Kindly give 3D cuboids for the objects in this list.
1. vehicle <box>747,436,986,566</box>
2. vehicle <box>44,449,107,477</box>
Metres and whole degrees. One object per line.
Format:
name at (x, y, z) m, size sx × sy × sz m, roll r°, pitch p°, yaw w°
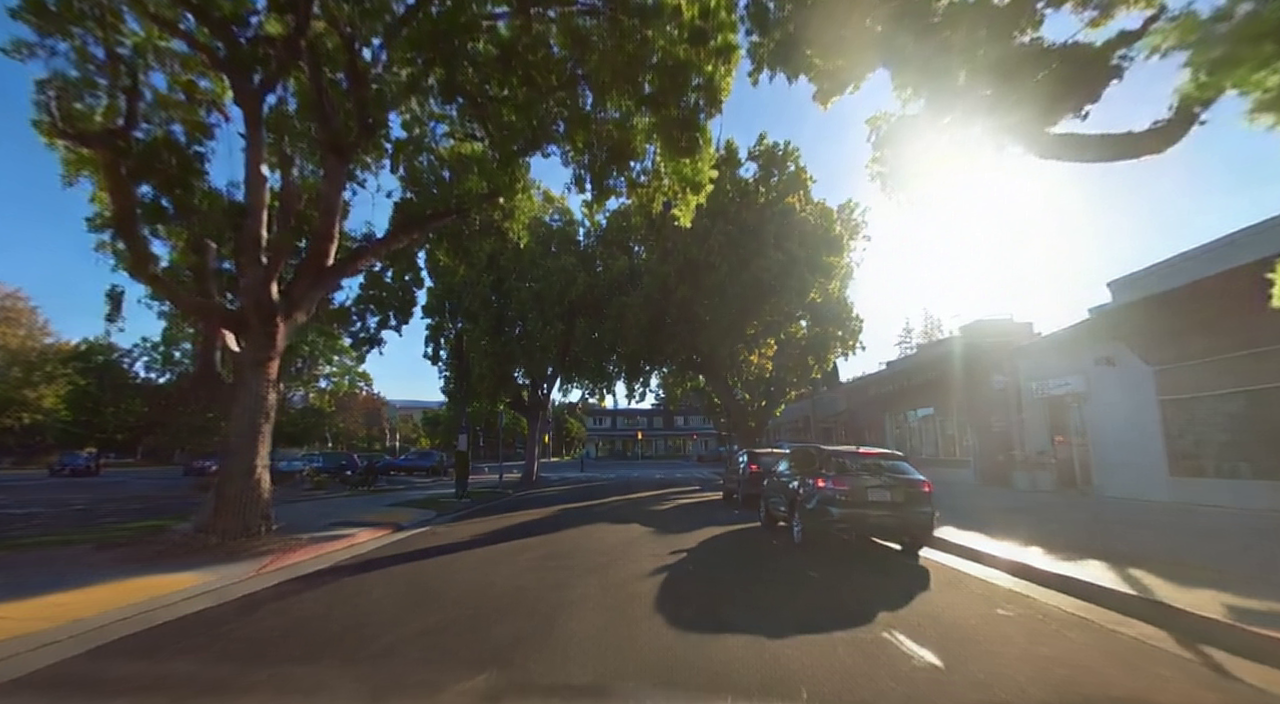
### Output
vehicle at (3.100, 2.153, 9.913) m, size 2.064 × 1.532 × 4.596 m, roll 0°, pitch -9°, yaw 0°
vehicle at (-36.967, 7.222, 41.337) m, size 4.157 × 1.687 × 2.419 m, roll -8°, pitch -13°, yaw 41°
